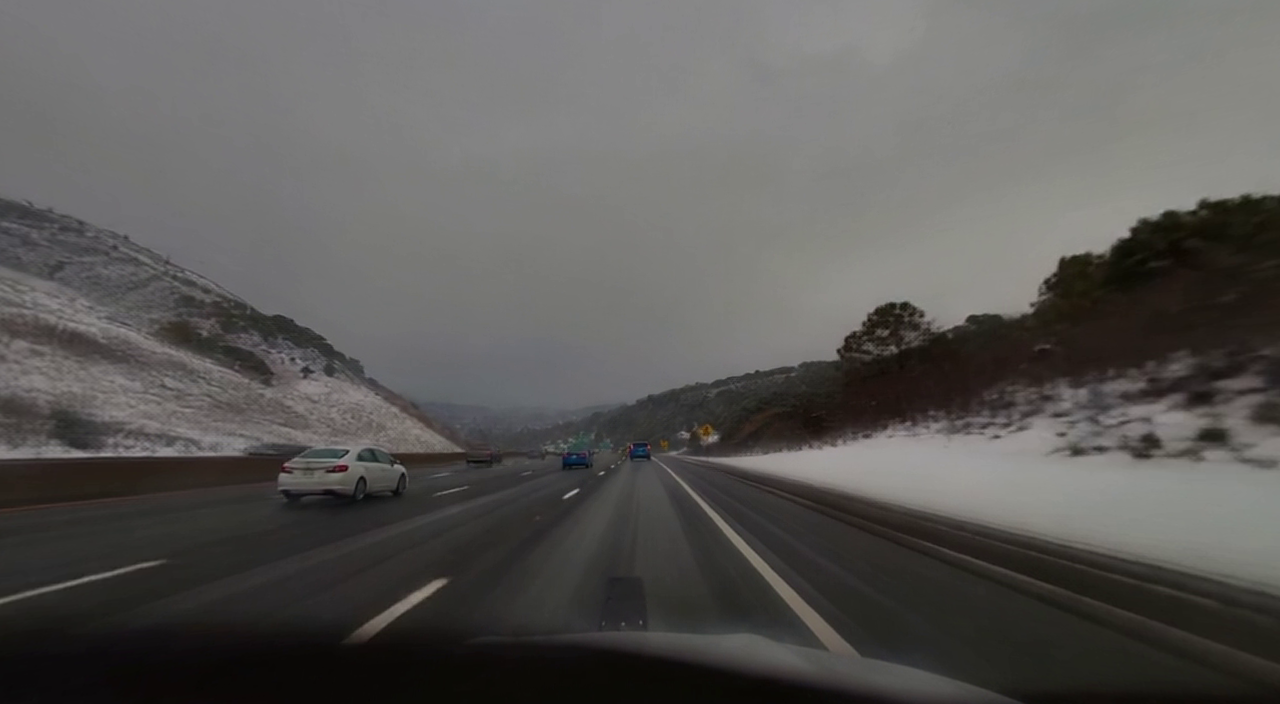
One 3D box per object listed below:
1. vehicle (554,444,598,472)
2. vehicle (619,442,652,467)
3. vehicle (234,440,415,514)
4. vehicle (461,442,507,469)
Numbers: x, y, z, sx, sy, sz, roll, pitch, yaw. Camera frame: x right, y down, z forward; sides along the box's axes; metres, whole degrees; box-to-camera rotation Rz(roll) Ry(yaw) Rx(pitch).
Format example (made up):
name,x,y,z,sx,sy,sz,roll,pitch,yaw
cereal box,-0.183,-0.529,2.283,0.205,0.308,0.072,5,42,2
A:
name,x,y,z,sx,sy,sz,roll,pitch,yaw
vehicle,-3.689,6.224,37.354,2.144,1.505,4.649,0,-8,0
vehicle,-0.348,7.179,44.322,2.225,1.674,4.044,0,-8,-1
vehicle,-7.068,2.808,14.750,1.991,1.441,4.265,0,-8,1
vehicle,-11.007,7.291,44.711,2.025,1.750,4.505,0,-8,1
